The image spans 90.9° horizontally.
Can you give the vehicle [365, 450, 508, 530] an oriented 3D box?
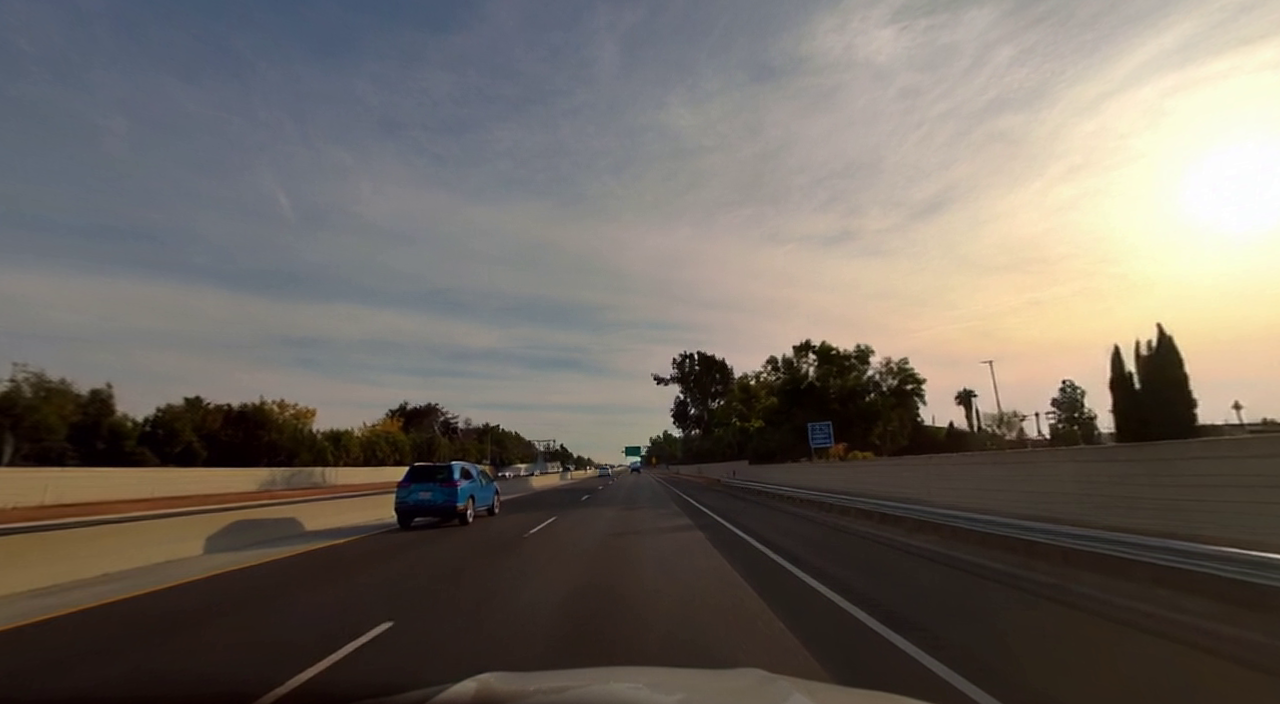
[{"bbox_3d":[-4.462,3.100,14.526,1.914,1.534,4.015,1,-10,0],"label":"vehicle"}]
